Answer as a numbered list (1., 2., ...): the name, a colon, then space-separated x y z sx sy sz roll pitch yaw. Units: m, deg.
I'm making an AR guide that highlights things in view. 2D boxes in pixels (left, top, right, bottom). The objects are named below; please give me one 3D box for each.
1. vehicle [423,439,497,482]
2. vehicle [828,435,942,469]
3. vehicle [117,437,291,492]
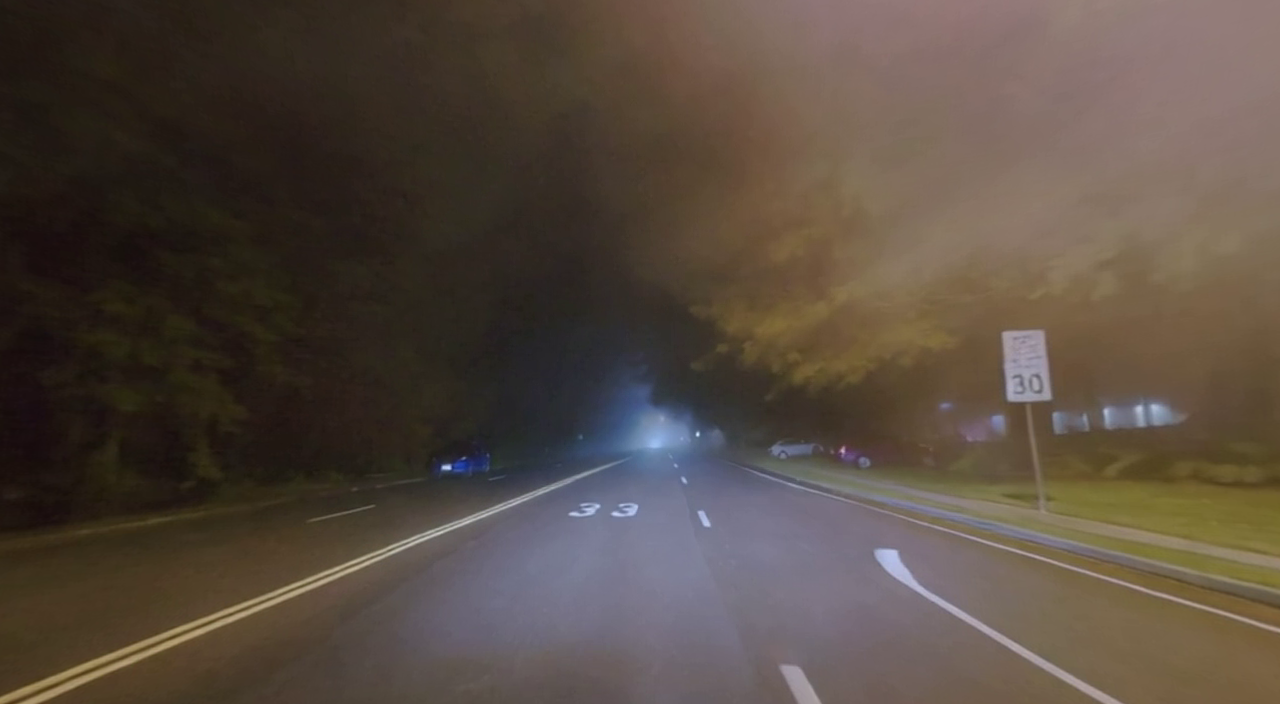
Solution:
1. vehicle: -8.432 5.084 29.959 2.142 1.723 4.275 -3 -8 2
2. vehicle: 11.130 4.582 28.887 4.460 1.456 1.804 -1 -9 3
3. vehicle: -15.687 4.050 22.879 4.753 1.850 2.127 -1 -9 3
